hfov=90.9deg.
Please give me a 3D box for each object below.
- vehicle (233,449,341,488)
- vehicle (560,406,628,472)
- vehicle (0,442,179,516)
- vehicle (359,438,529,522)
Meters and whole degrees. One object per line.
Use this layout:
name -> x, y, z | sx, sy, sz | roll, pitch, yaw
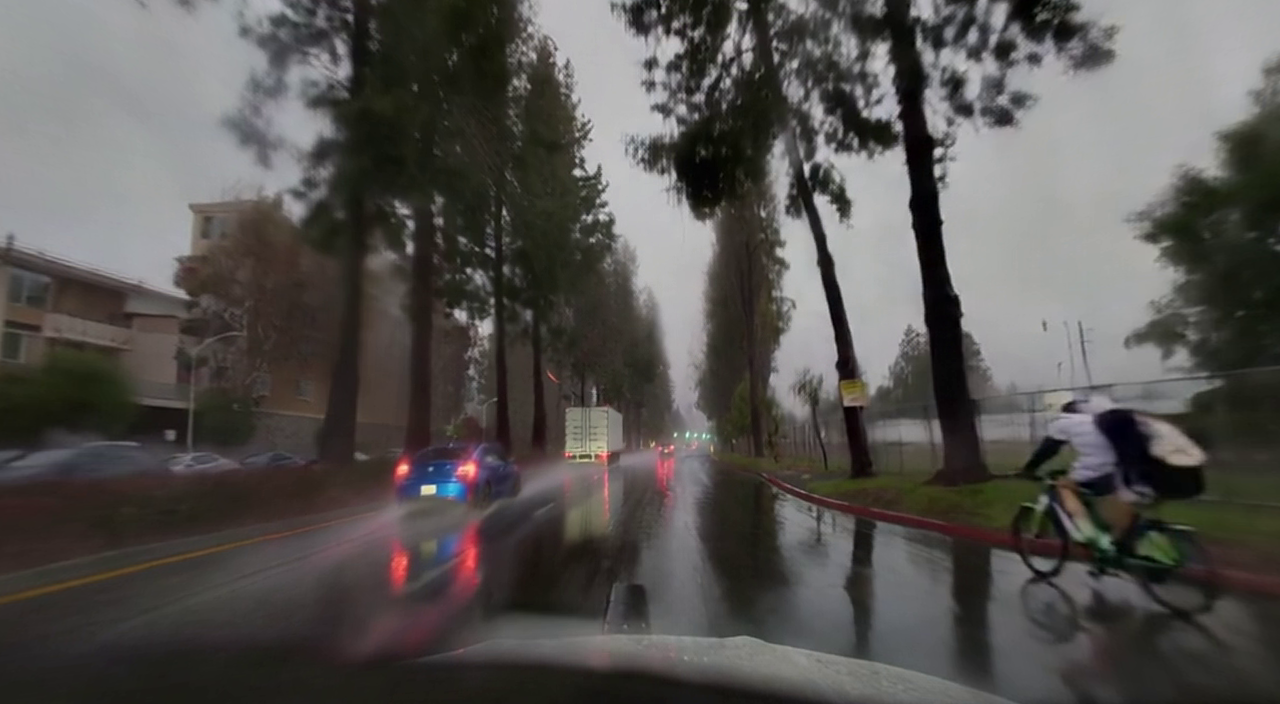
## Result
vehicle -> -15.092, 4.967, 27.297 | 1.837, 1.464, 4.728 | -1, -8, 2
vehicle -> -2.389, 4.955, 35.768 | 2.746, 3.276, 8.572 | -1, -8, 3
vehicle -> -15.071, 3.279, 16.857 | 1.946, 1.688, 4.560 | 0, -8, 0
vehicle -> -3.846, 2.575, 13.306 | 2.005, 1.462, 4.345 | -1, -8, 3
